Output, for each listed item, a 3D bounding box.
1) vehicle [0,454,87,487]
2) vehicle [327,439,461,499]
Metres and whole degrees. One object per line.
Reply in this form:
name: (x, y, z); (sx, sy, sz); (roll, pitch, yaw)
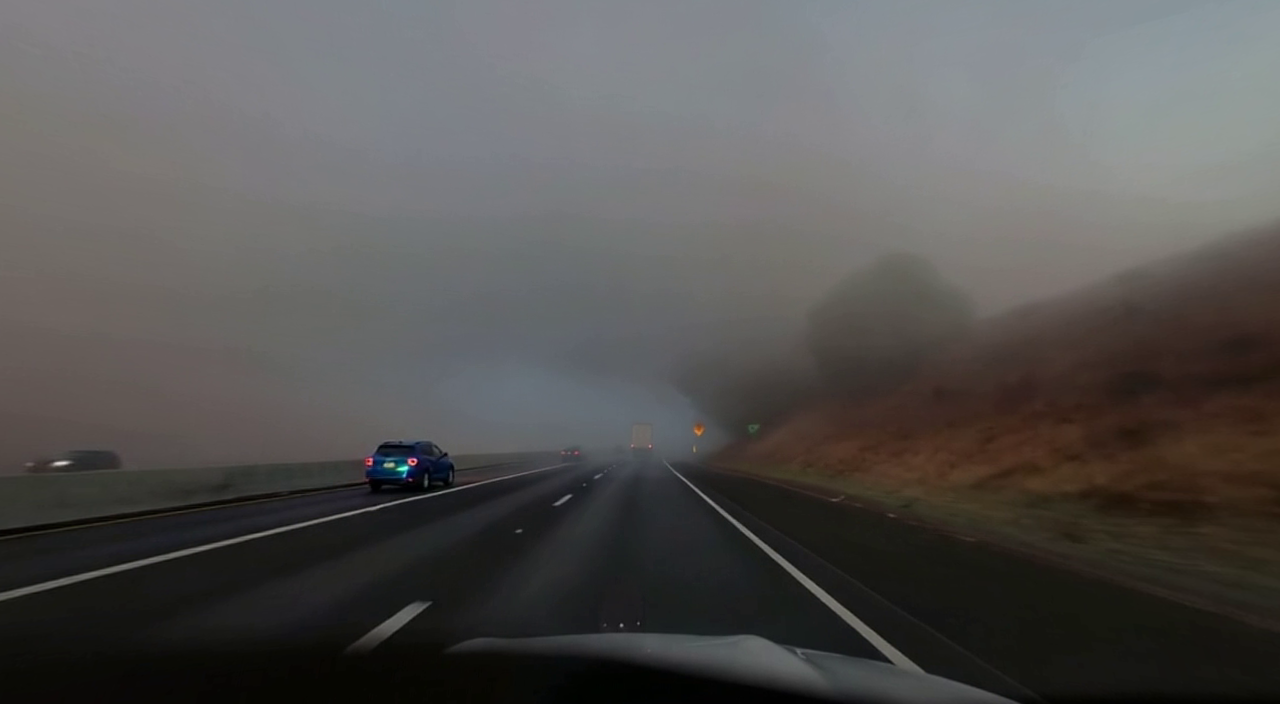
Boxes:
vehicle: (-31.734, 6.118, 32.815); (1.801, 1.506, 4.441); (0, -8, 0)
vehicle: (-7.127, 3.415, 18.871); (2.096, 1.541, 4.610); (0, -8, 1)
